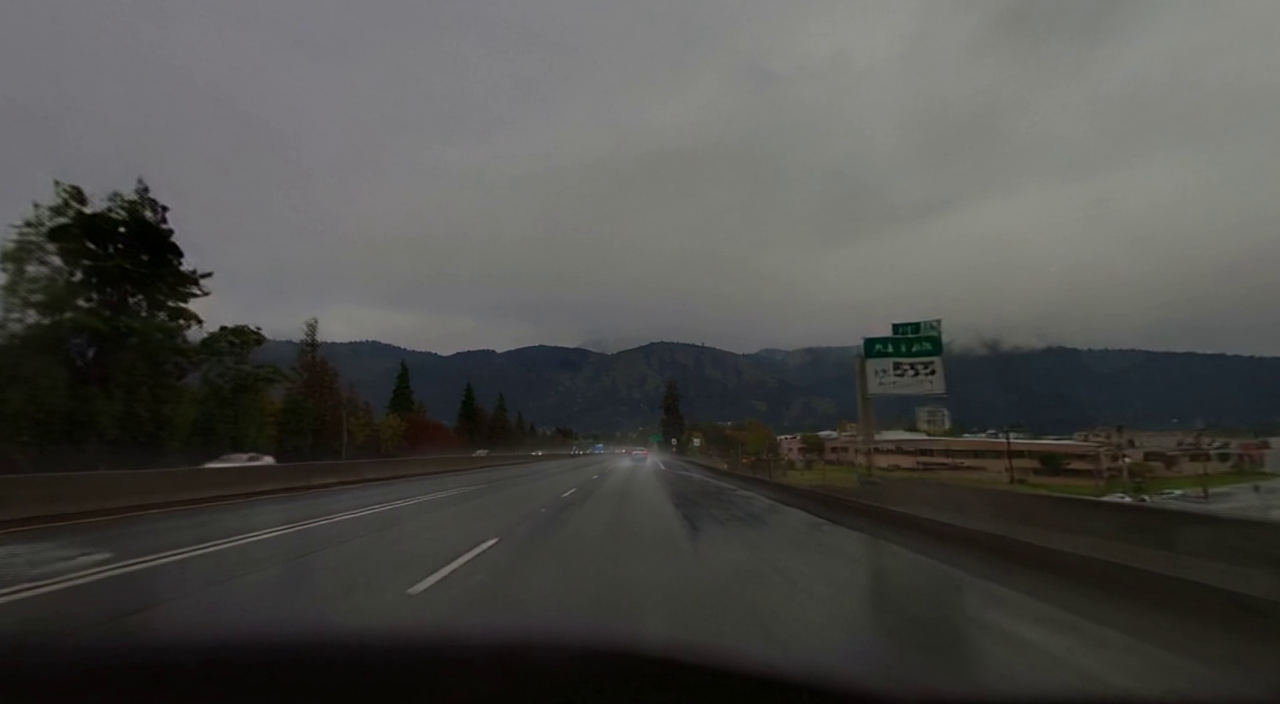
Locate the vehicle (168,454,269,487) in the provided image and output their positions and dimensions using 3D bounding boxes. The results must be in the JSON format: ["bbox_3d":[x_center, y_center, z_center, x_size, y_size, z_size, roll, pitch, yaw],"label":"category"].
[{"bbox_3d":[-21.186,5.957,32.021,1.829,1.493,4.662,0,-9,1],"label":"vehicle"}]
